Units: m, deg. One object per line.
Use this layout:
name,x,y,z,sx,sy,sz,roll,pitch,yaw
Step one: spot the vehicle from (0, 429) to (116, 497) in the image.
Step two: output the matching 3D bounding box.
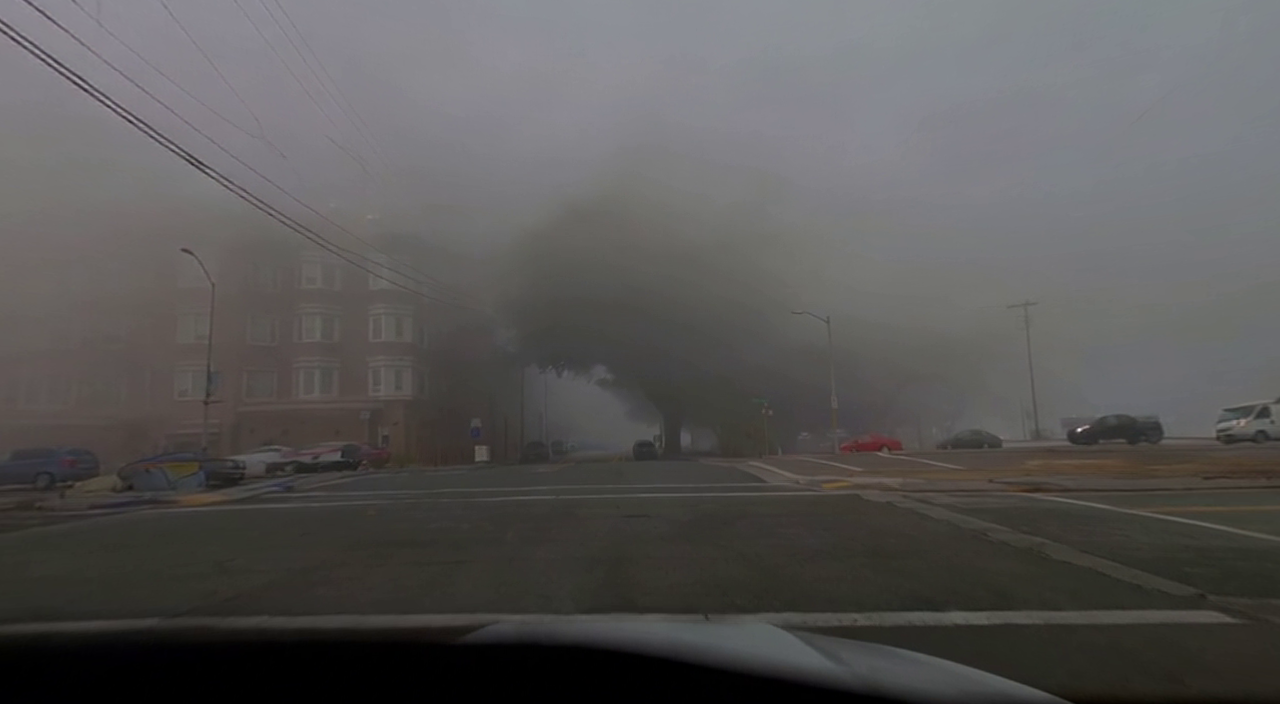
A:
vehicle,-21.526,3.936,22.590,3.506,2.261,2.158,-1,-8,5

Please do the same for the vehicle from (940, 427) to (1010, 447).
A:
vehicle,25.884,6.609,48.719,4.323,1.507,1.896,0,-8,-4

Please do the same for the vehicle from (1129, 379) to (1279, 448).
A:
vehicle,33.443,3.405,34.793,10.986,3.604,2.707,0,-9,-5

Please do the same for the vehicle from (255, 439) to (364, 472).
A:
vehicle,-17.421,5.441,33.431,2.010,1.583,4.582,-6,-10,34

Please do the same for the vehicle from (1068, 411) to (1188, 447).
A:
vehicle,29.242,4.630,37.906,5.277,2.032,2.408,1,-7,-3

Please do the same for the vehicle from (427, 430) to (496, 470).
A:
vehicle,-8.353,4.713,29.992,2.156,1.620,4.945,3,-10,-4

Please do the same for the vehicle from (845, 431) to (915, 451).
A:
vehicle,18.360,6.783,48.331,4.528,1.458,1.939,1,-7,-4

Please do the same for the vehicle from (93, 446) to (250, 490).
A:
vehicle,-16.381,4.043,22.160,4.233,1.432,1.755,-1,-9,6

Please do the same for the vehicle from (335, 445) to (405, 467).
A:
vehicle,-19.791,7.651,46.363,4.277,1.527,1.987,0,-8,-3
